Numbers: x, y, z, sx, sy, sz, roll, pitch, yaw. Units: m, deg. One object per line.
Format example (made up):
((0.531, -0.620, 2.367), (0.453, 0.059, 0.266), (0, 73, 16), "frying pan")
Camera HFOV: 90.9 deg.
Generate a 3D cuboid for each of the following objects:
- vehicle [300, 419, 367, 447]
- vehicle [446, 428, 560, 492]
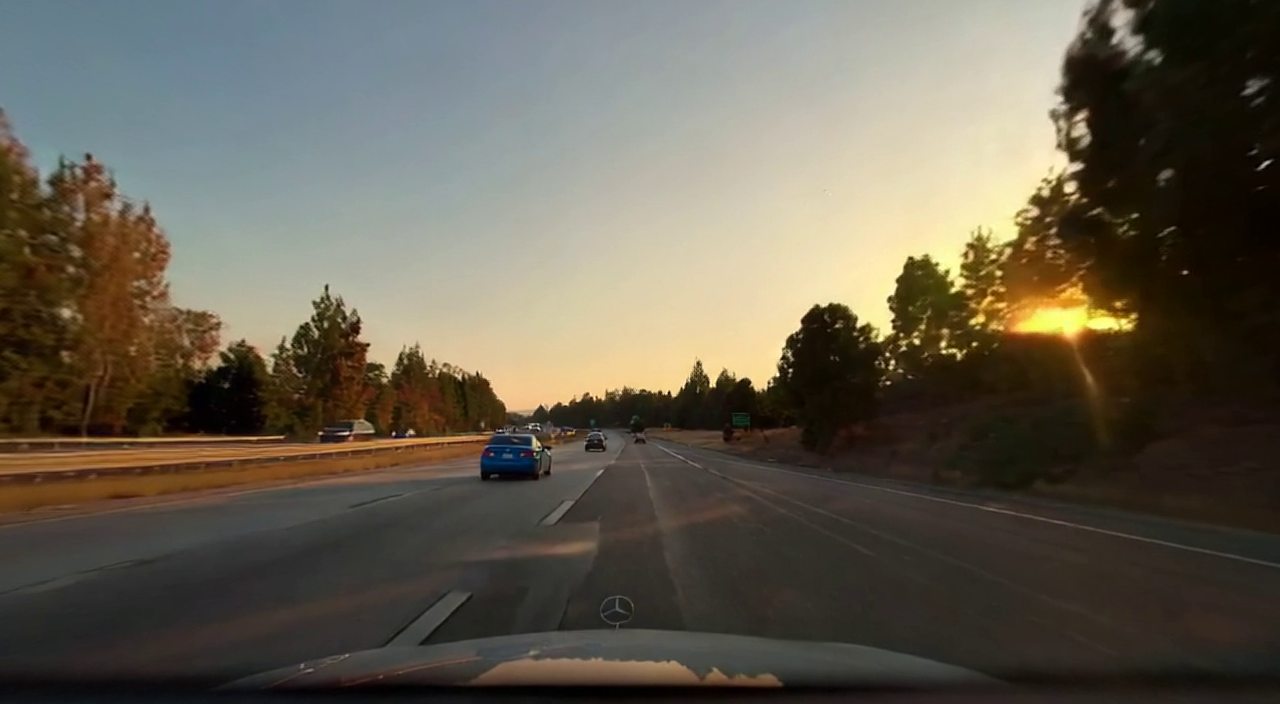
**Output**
((-20.819, 5.562, 43.074), (2.054, 1.845, 5.089), (0, -8, 0), "vehicle")
((-3.378, 2.737, 16.385), (1.977, 1.443, 4.225), (0, -8, 1), "vehicle")
